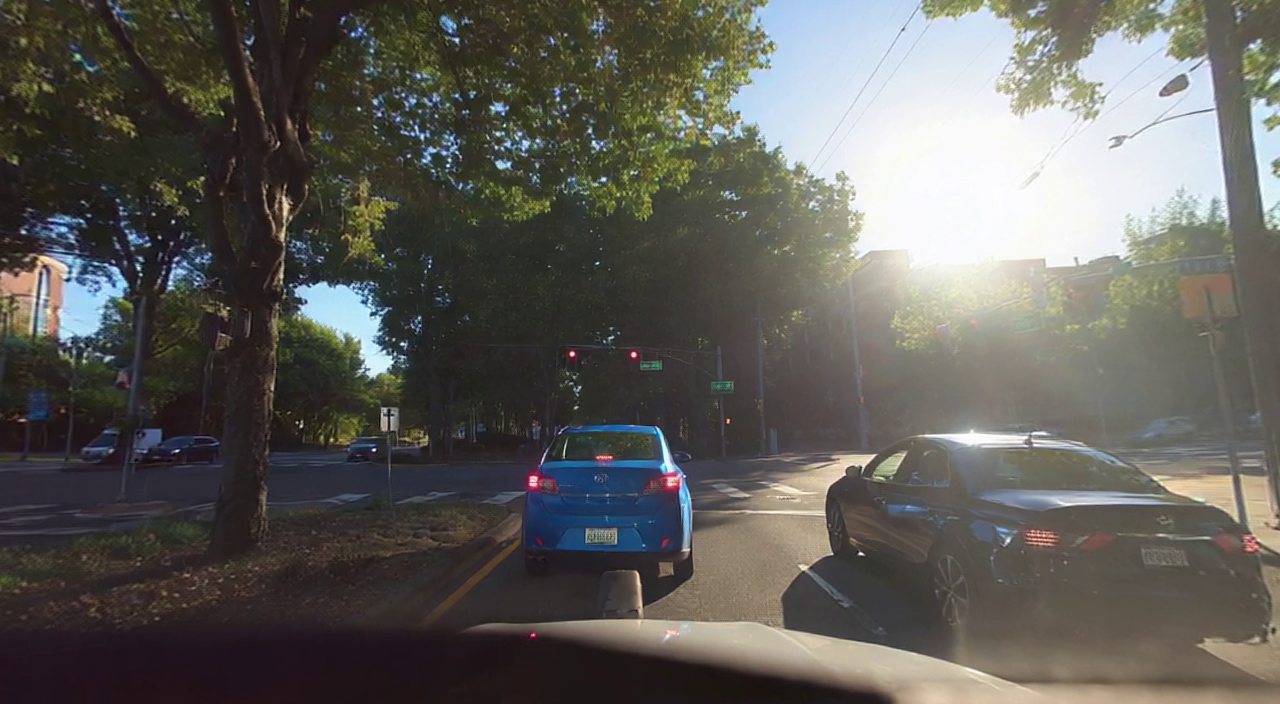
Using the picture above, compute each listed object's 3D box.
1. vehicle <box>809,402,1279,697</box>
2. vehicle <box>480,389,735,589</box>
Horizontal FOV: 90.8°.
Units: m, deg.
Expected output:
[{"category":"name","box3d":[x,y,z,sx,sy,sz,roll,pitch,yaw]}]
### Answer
[{"category":"vehicle","box3d":[3.165,1.402,5.763,1.932,1.562,4.629,0,-9,-1]},{"category":"vehicle","box3d":[-0.344,1.526,7.790,2.247,1.760,4.231,0,-9,-2]}]
